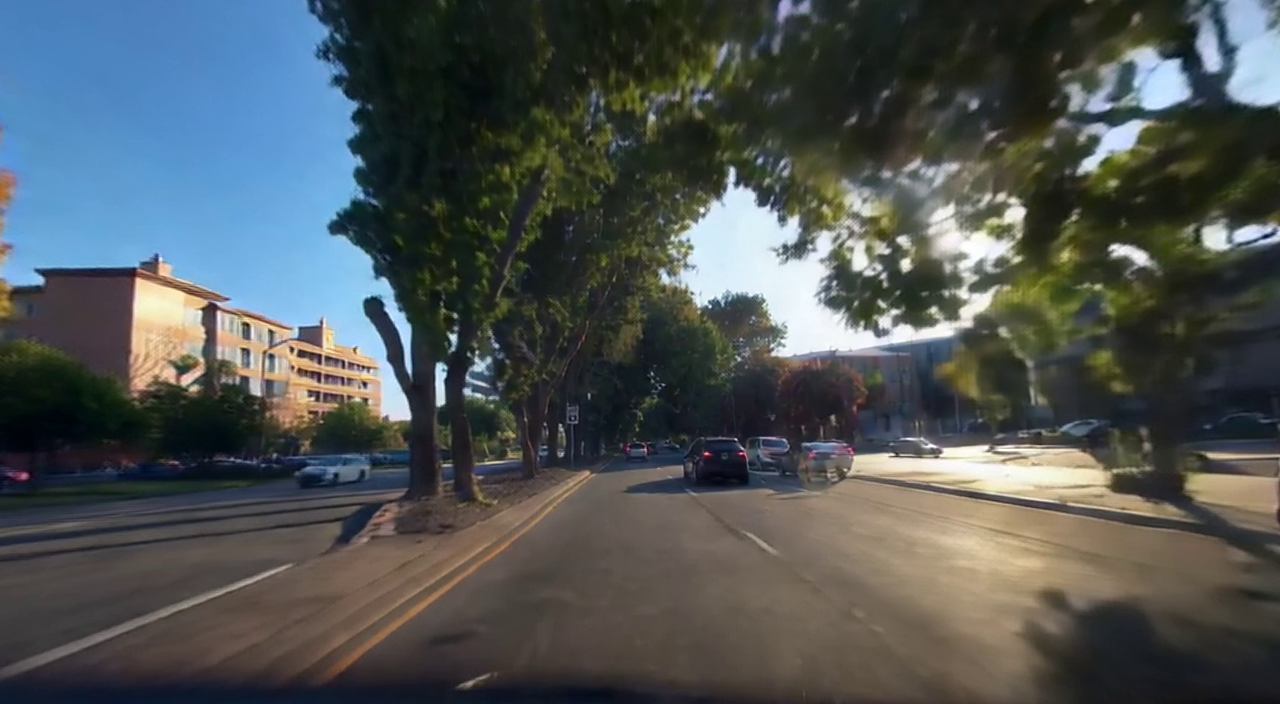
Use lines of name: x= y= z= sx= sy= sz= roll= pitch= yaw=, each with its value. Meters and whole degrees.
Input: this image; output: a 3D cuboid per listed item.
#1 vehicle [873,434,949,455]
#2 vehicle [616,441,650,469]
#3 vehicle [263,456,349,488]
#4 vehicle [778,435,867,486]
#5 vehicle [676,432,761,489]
vehicle: x=20.239 y=6.931 z=47.315 sx=4.608 sy=1.533 sz=2.193 roll=0 pitch=-8 yaw=-1
vehicle: x=-0.453 y=6.768 z=41.731 sx=2.132 sy=1.693 sz=3.819 roll=0 pitch=-8 yaw=-1
vehicle: x=-18.339 y=6.591 z=34.964 sx=2.129 sy=1.531 sz=4.696 roll=0 pitch=-8 yaw=1
vehicle: x=6.701 y=4.019 z=23.715 sx=2.025 sy=1.719 sz=4.161 roll=0 pitch=-8 yaw=-1
vehicle: x=2.645 y=3.791 z=22.466 sx=2.227 sy=1.794 sz=4.457 roll=0 pitch=-8 yaw=-3
